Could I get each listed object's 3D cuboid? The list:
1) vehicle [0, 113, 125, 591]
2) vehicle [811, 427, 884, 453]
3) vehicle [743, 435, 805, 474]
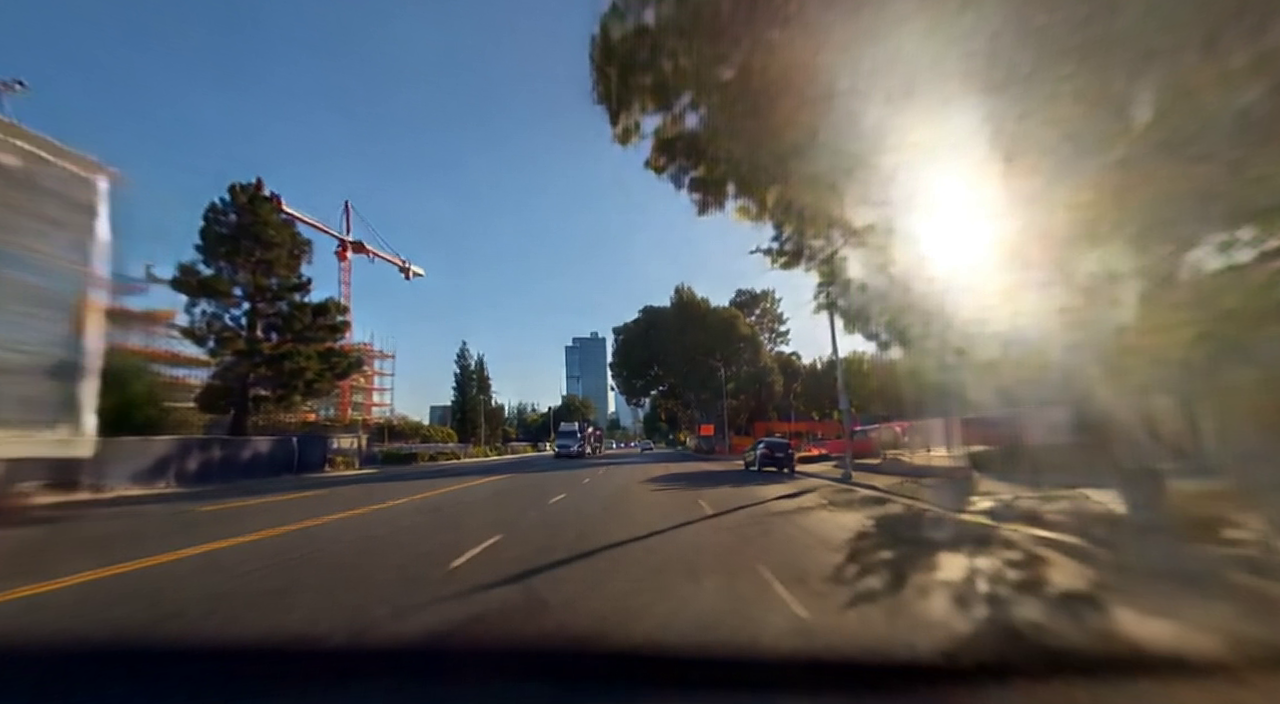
[{"bbox_3d":[-7.225,-0.813,0.104,2.815,4.259,13.345,0,-8,1],"label":"vehicle"},{"bbox_3d":[16.287,6.946,49.480,4.986,2.005,2.074,0,-8,-1],"label":"vehicle"},{"bbox_3d":[6.826,5.285,32.581,2.169,1.880,4.849,0,-8,0],"label":"vehicle"}]
